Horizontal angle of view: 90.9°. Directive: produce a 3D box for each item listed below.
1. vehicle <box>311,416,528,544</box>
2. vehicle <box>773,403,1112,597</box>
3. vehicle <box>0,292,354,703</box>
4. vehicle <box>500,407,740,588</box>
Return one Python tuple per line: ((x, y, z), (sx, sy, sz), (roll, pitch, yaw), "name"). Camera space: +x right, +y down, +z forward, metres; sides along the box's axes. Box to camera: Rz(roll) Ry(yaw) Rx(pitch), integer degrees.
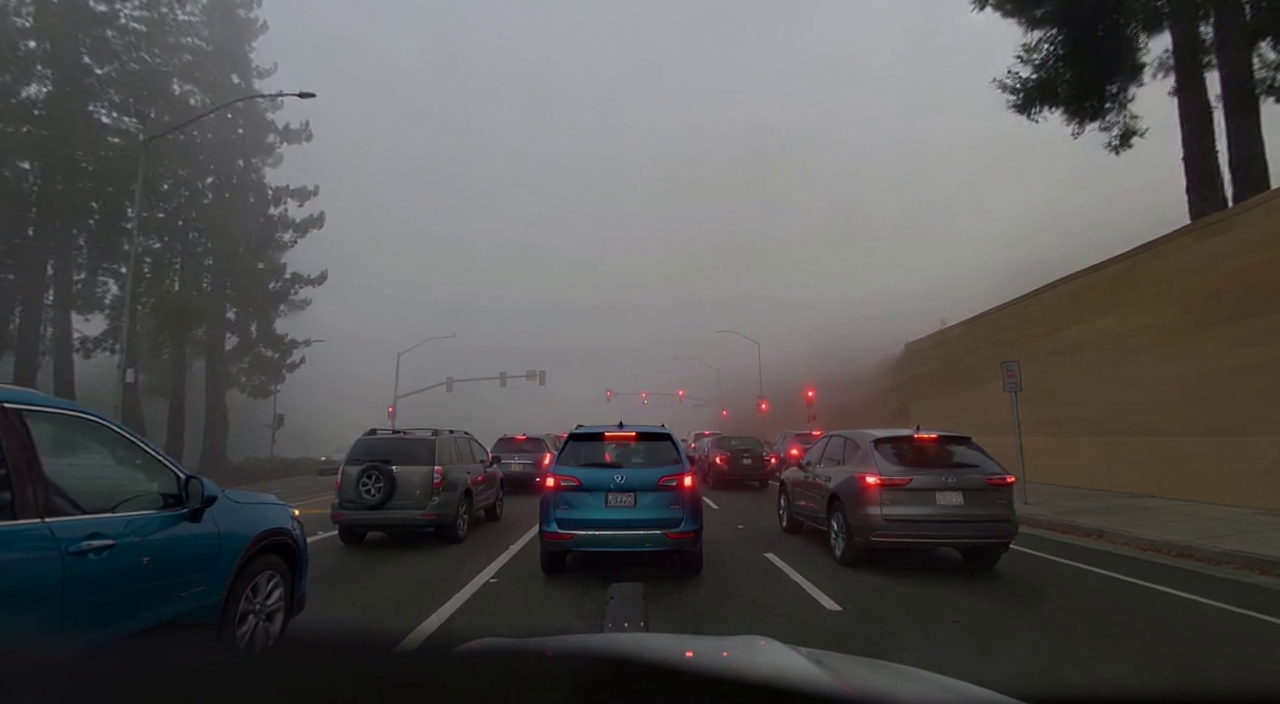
((-3.485, 2.118, 11.147), (2.067, 1.759, 4.631), (0, -8, 1), "vehicle")
((3.146, 1.627, 7.801), (2.029, 1.702, 4.281), (0, -8, 0), "vehicle")
((-3.521, 0.831, 3.111), (2.070, 1.913, 4.450), (0, -8, 0), "vehicle")
((-0.152, 1.655, 7.946), (2.245, 1.677, 3.913), (0, -8, 1), "vehicle")
